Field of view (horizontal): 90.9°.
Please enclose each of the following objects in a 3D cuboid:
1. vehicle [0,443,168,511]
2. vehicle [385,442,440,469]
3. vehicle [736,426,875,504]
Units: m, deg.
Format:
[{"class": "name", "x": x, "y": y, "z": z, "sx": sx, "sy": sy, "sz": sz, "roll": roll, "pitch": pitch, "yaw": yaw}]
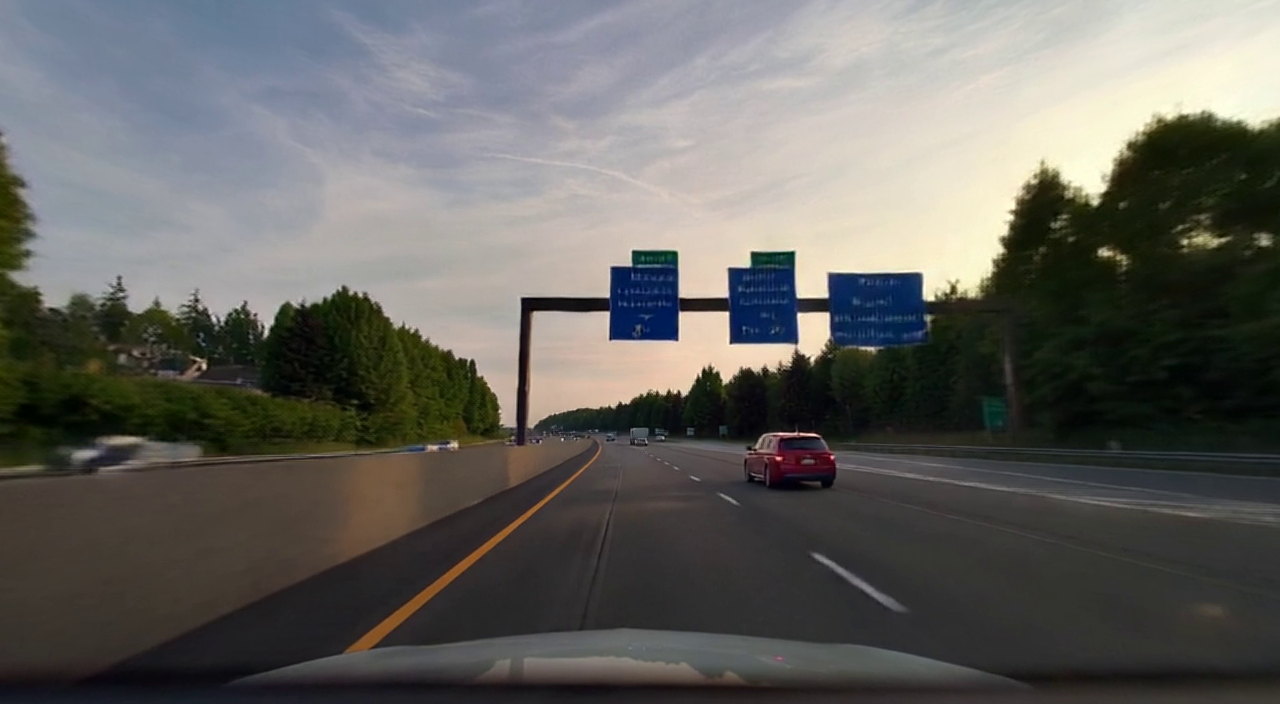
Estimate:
[{"class": "vehicle", "x": -16.607, "y": 3.554, "z": 18.549, "sx": 1.893, "sy": 1.670, "sz": 4.671, "roll": 0, "pitch": -8, "yaw": -2}, {"class": "vehicle", "x": -14.101, "y": 6.421, "z": 39.301, "sx": 1.922, "sy": 1.530, "sz": 4.422, "roll": 0, "pitch": -8, "yaw": -2}, {"class": "vehicle", "x": 3.639, "y": 2.550, "z": 14.744, "sx": 1.958, "sy": 1.526, "sz": 4.227, "roll": 0, "pitch": -8, "yaw": -2}]
